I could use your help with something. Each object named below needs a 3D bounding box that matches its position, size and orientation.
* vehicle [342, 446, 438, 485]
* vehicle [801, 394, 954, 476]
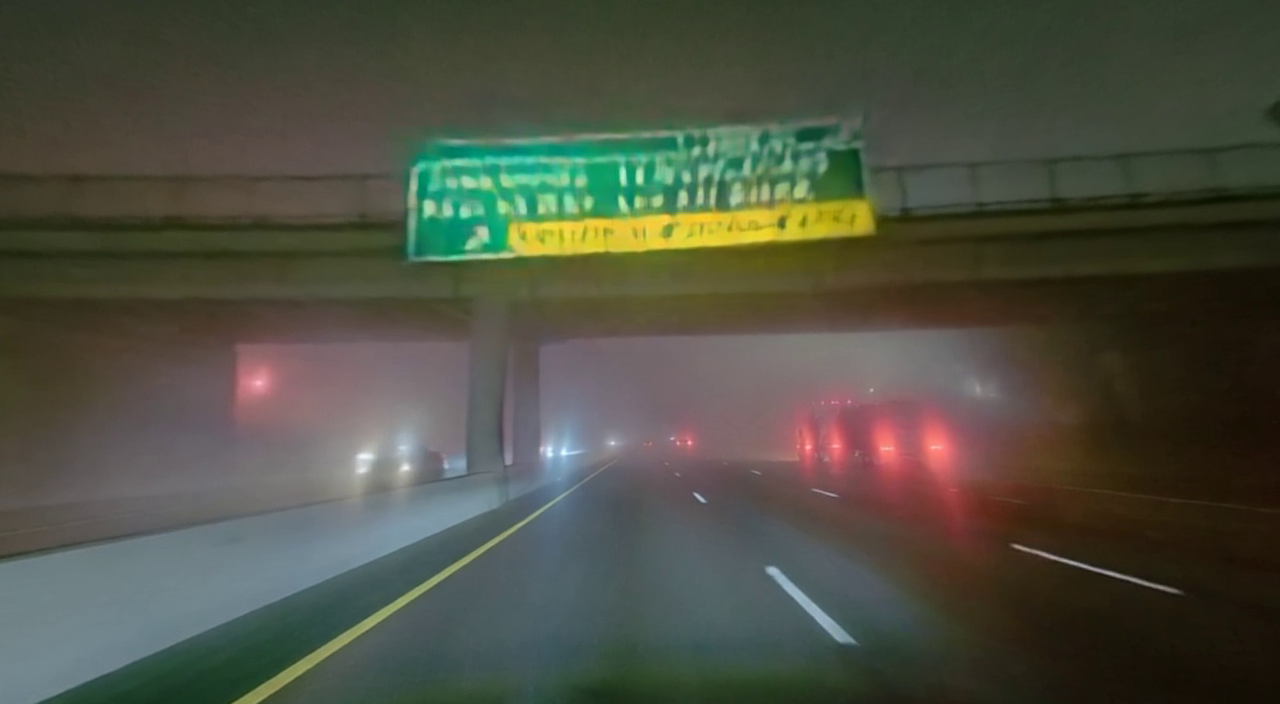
[{"bbox_3d":[-10.125,4.601,25.965,2.081,1.470,4.466,0,-8,1],"label":"vehicle"},{"bbox_3d":[10.853,4.096,30.594,2.960,3.207,10.950,0,-8,-1],"label":"vehicle"}]
